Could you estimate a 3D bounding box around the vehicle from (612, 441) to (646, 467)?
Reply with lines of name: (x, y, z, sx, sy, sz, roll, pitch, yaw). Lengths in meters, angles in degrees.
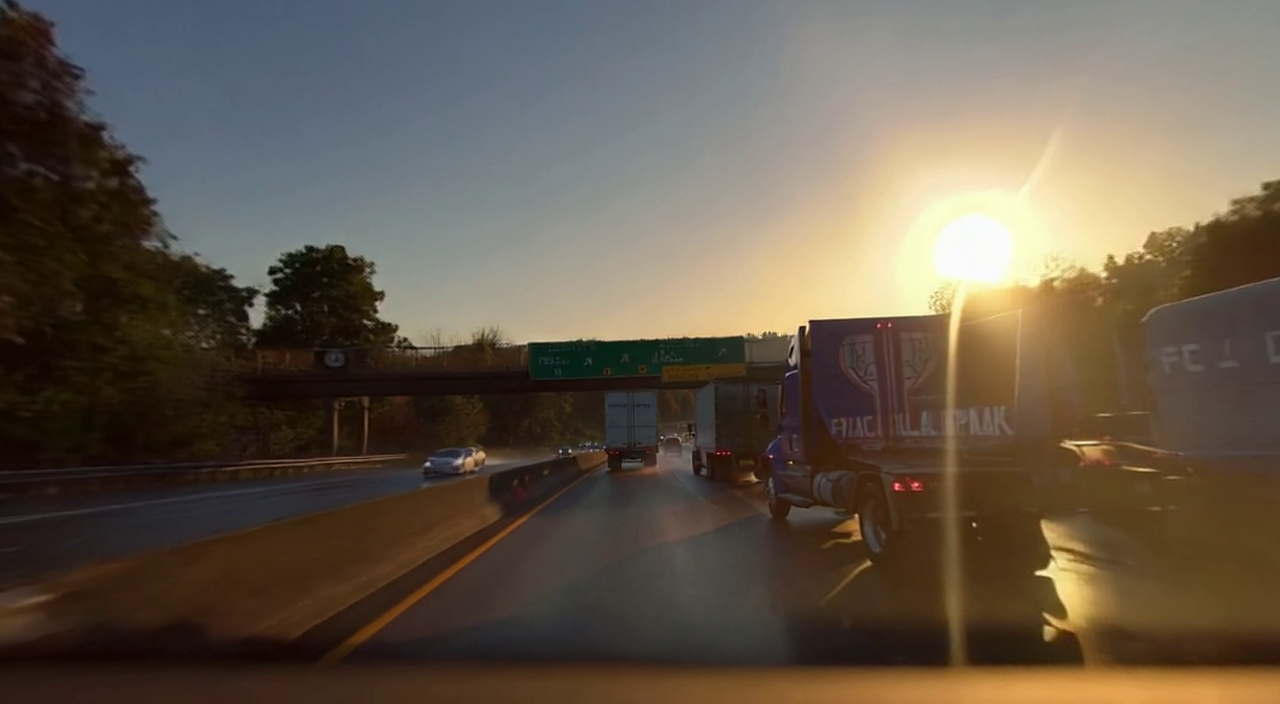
vehicle: (-0.680, 6.069, 37.639, 1.943, 1.491, 3.459, 0, -8, -1)

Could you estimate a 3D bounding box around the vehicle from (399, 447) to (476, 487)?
vehicle: (-8.628, 4.897, 27.212, 1.986, 1.522, 4.181, -1, -8, 0)

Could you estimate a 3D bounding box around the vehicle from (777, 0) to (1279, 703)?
vehicle: (4.234, 0.345, 7.708, 2.853, 4.086, 9.078, 0, -8, -1)
